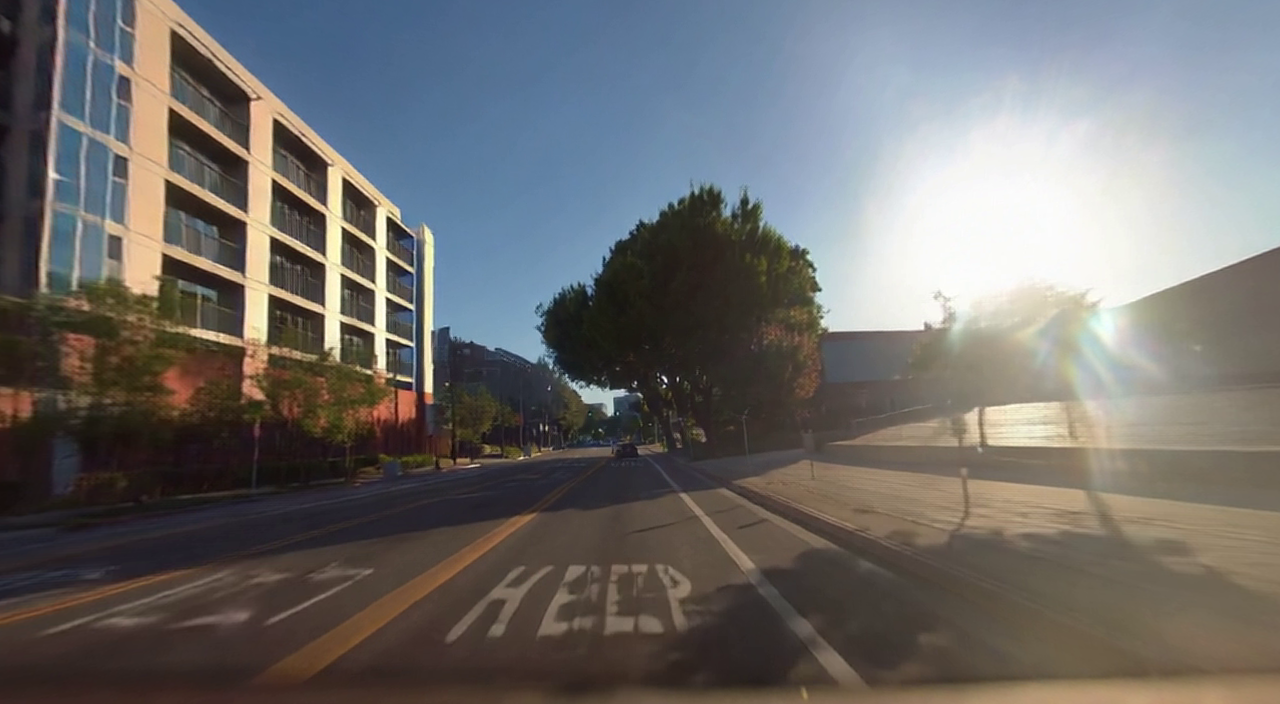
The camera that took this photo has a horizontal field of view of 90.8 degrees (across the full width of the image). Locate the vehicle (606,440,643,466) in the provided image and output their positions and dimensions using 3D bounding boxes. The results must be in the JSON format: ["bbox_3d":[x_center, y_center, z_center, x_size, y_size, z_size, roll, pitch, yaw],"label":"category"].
[{"bbox_3d":[-0.963,6.063,38.300,2.131,1.474,4.146,1,-8,-2],"label":"vehicle"}]
